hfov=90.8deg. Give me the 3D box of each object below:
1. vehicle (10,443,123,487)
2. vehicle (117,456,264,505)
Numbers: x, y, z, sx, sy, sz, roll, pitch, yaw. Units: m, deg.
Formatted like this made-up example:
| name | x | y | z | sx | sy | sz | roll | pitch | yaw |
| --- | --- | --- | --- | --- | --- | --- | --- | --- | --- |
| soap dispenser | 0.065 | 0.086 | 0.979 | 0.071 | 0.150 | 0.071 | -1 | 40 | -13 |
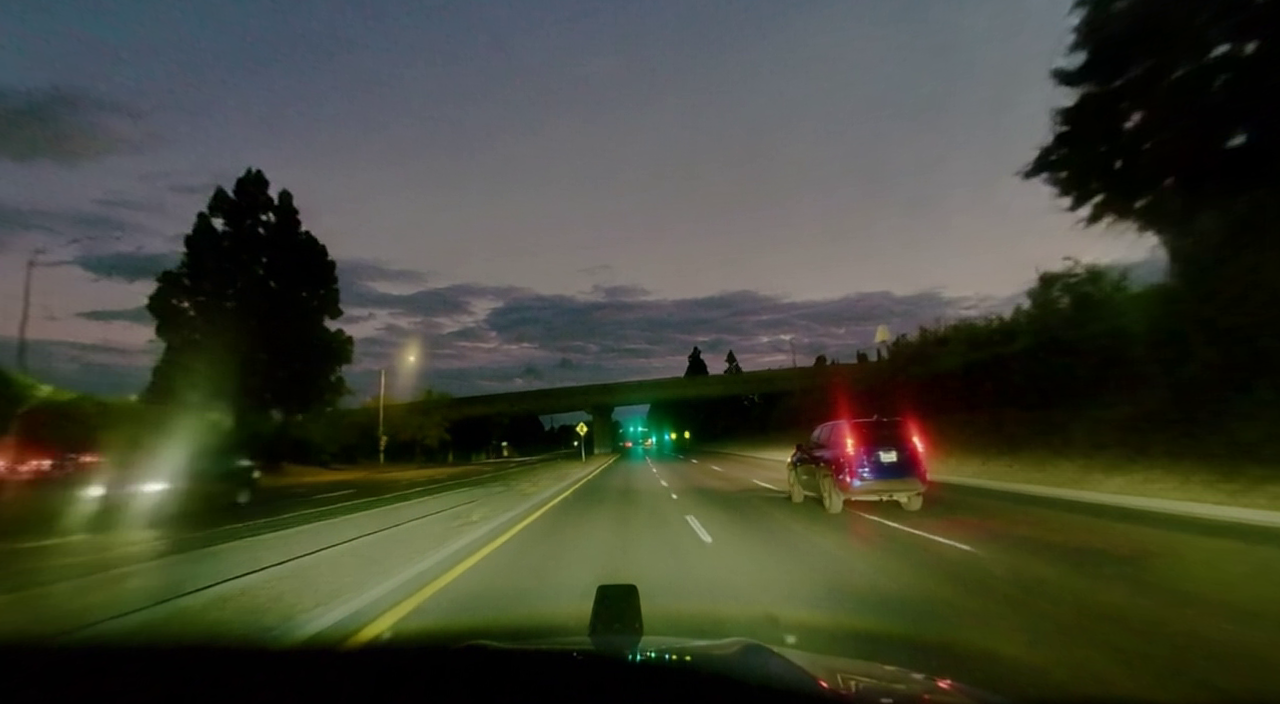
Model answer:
| name | x | y | z | sx | sy | sz | roll | pitch | yaw |
| --- | --- | --- | --- | --- | --- | --- | --- | --- | --- |
| vehicle | -28.745 | 5.633 | 31.953 | 2.199 | 1.959 | 5.771 | 4 | -9 | -22 |
| vehicle | -15.540 | 4.422 | 22.213 | 1.912 | 1.465 | 4.479 | 0 | -9 | 0 |
